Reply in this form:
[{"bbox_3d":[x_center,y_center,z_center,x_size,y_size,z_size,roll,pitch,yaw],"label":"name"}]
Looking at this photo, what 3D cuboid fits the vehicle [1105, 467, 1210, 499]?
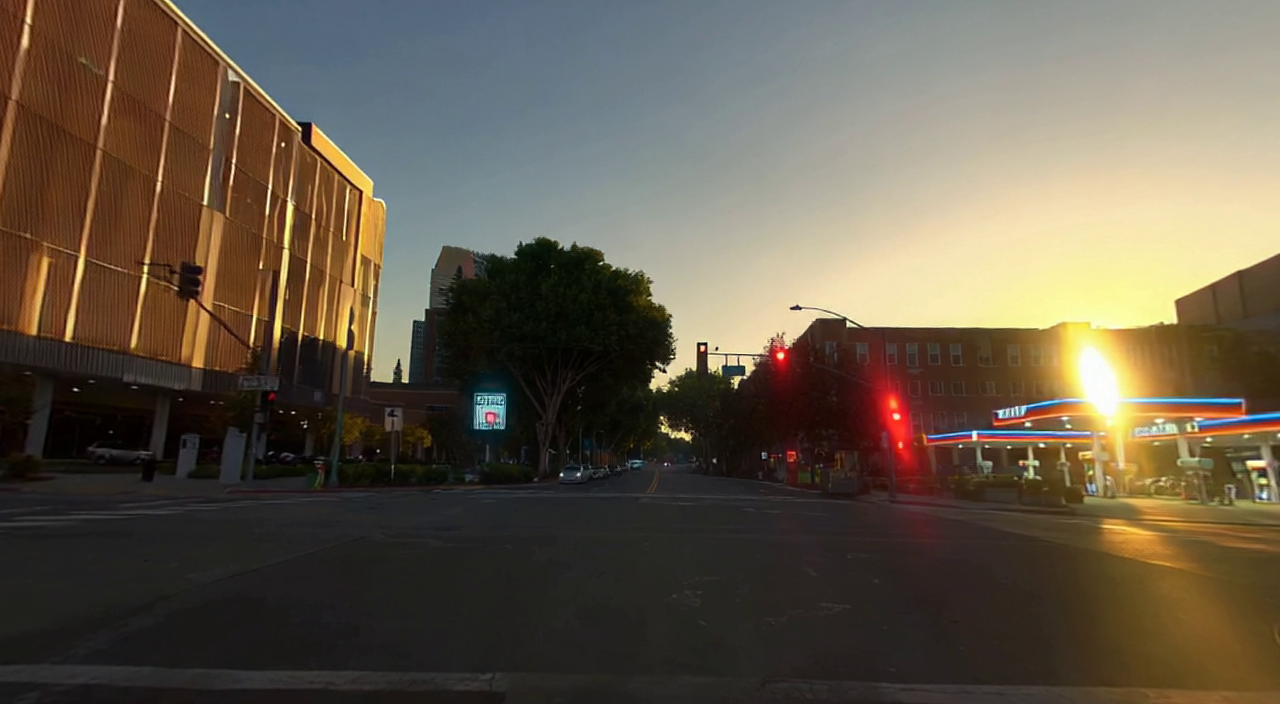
[{"bbox_3d":[28.013,7.065,34.354,1.897,1.466,4.211,1,-8,-6],"label":"vehicle"}]
